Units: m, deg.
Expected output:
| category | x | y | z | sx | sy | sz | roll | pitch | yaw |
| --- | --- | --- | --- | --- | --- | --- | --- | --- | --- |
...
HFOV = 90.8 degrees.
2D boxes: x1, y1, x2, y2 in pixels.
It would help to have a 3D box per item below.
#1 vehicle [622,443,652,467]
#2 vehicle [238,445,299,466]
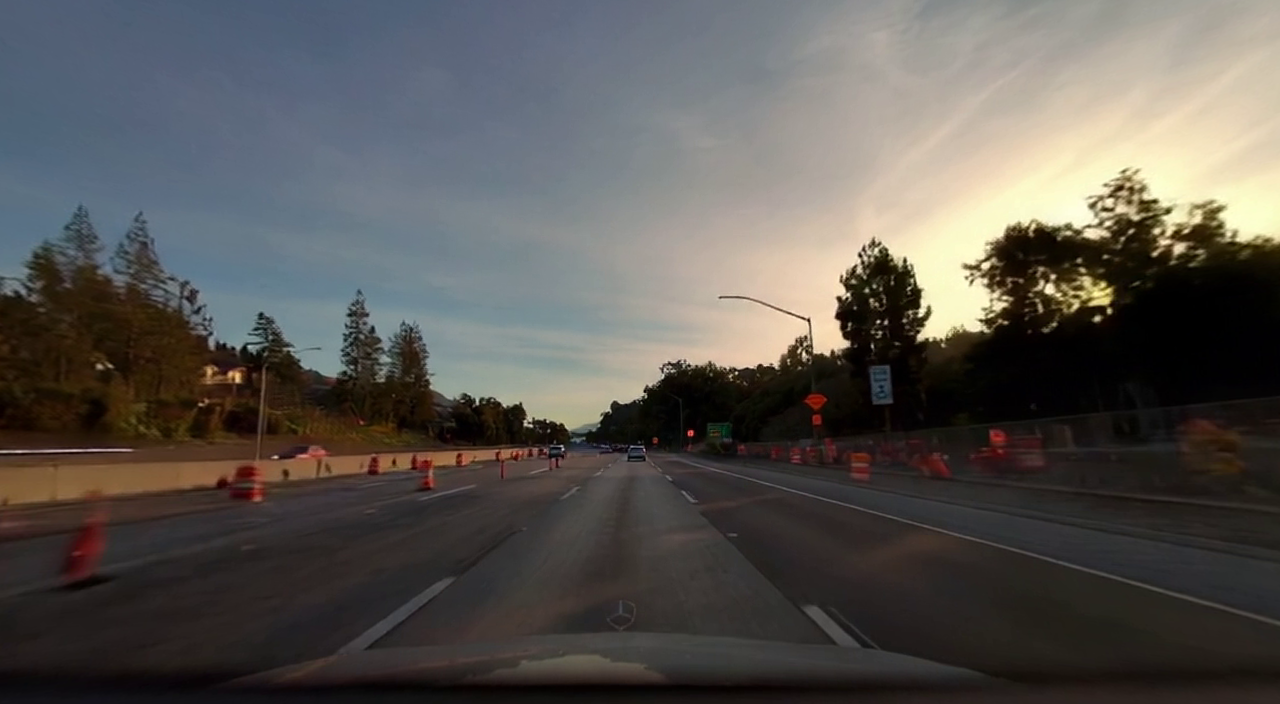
| category | x | y | z | sx | sy | sz | roll | pitch | yaw |
| --- | --- | --- | --- | --- | --- | --- | --- | --- | --- |
| vehicle | -0.249 | 7.544 | 46.402 | 2.109 | 1.638 | 3.856 | 0 | -9 | 0 |
| vehicle | -27.422 | 7.650 | 46.812 | 1.763 | 1.483 | 4.398 | 0 | -9 | 0 |
